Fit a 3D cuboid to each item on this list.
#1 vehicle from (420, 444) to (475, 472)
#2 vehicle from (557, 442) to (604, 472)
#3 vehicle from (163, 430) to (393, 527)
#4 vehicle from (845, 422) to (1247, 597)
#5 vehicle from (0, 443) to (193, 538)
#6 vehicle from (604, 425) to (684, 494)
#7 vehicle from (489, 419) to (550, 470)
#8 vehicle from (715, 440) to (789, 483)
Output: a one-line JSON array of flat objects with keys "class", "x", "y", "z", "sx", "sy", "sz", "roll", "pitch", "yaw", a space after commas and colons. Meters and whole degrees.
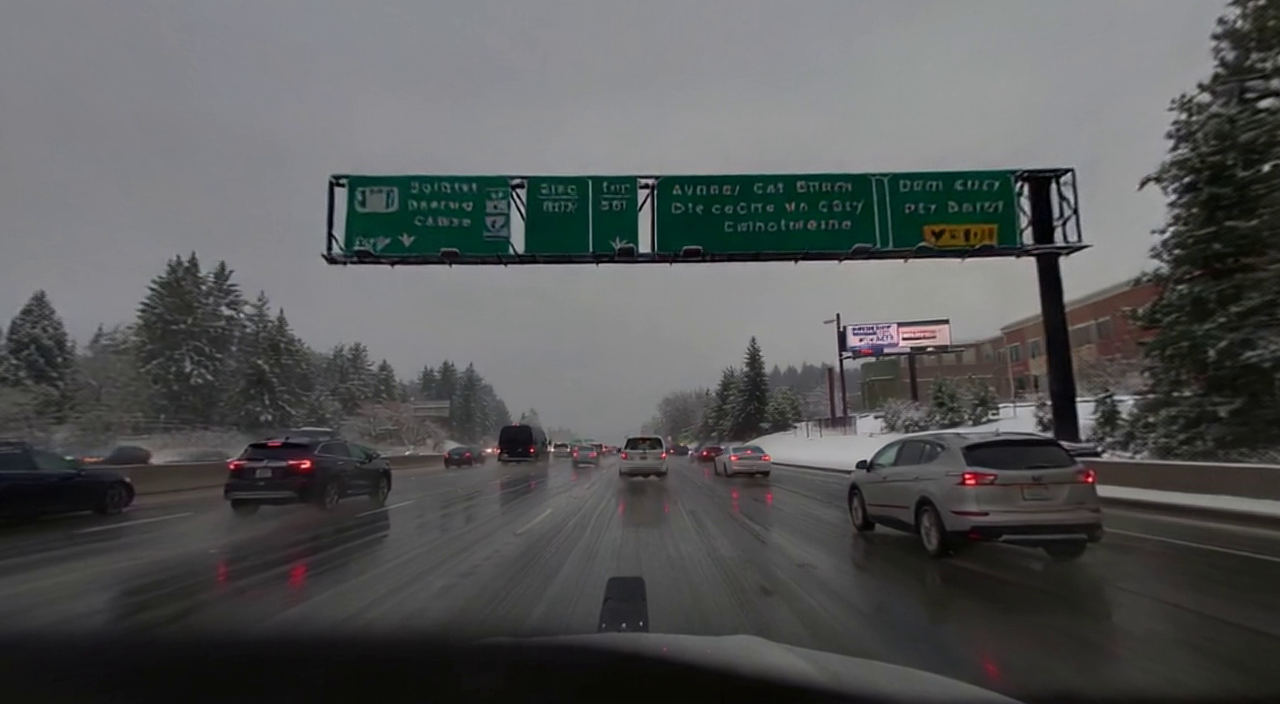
[{"class": "vehicle", "x": -10.997, "y": 6.074, "z": 36.282, "sx": 1.923, "sy": 1.480, "sz": 3.905, "roll": 0, "pitch": -8, "yaw": 0}, {"class": "vehicle", "x": -3.247, "y": 5.805, "z": 35.179, "sx": 2.079, "sy": 1.499, "sz": 4.512, "roll": 0, "pitch": -8, "yaw": 1}, {"class": "vehicle", "x": -7.021, "y": 2.461, "z": 12.958, "sx": 2.021, "sy": 1.632, "sz": 4.417, "roll": 0, "pitch": -8, "yaw": 1}, {"class": "vehicle", "x": 4.262, "y": 1.684, "z": 7.779, "sx": 1.915, "sy": 1.482, "sz": 4.537, "roll": 0, "pitch": -8, "yaw": 0}, {"class": "vehicle", "x": -10.894, "y": 2.413, "z": 11.567, "sx": 1.970, "sy": 1.441, "sz": 4.555, "roll": 0, "pitch": -8, "yaw": 1}, {"class": "vehicle", "x": 0.119, "y": 3.310, "z": 19.836, "sx": 2.209, "sy": 1.863, "sz": 4.626, "roll": 0, "pitch": -8, "yaw": 1}, {"class": "vehicle", "x": -7.199, "y": 5.624, "z": 38.477, "sx": 2.358, "sy": 2.817, "sz": 7.055, "roll": 0, "pitch": -8, "yaw": 0}, {"class": "vehicle", "x": 4.152, "y": 4.118, "z": 24.168, "sx": 1.942, "sy": 1.487, "sz": 4.518, "roll": 0, "pitch": -8, "yaw": -1}]
